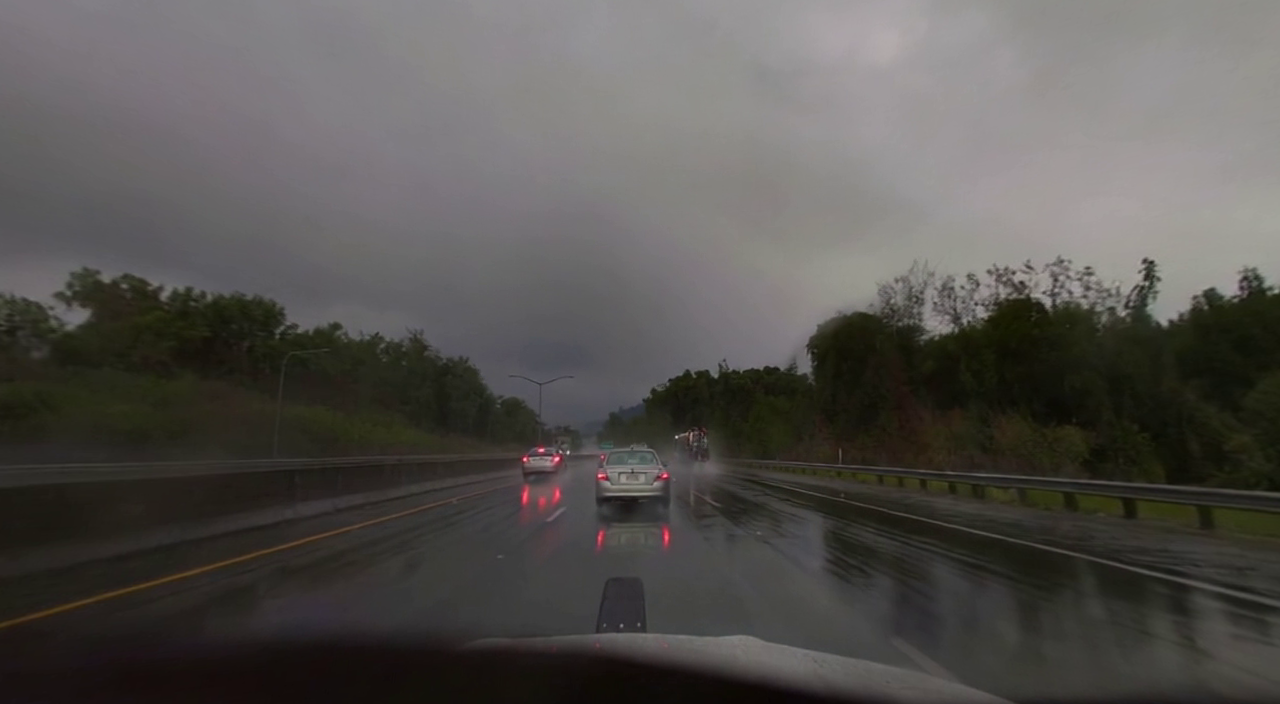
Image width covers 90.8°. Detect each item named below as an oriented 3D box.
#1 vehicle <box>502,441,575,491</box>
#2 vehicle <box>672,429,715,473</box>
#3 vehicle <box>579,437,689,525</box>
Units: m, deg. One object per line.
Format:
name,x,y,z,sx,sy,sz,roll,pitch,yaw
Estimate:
vehicle,-3.713,4.267,23.934,1.985,1.671,4.604,0,-9,1
vehicle,3.442,6.544,41.637,2.234,2.679,5.372,0,-9,-1
vehicle,-0.093,2.609,13.172,1.973,1.574,3.426,0,-9,1
